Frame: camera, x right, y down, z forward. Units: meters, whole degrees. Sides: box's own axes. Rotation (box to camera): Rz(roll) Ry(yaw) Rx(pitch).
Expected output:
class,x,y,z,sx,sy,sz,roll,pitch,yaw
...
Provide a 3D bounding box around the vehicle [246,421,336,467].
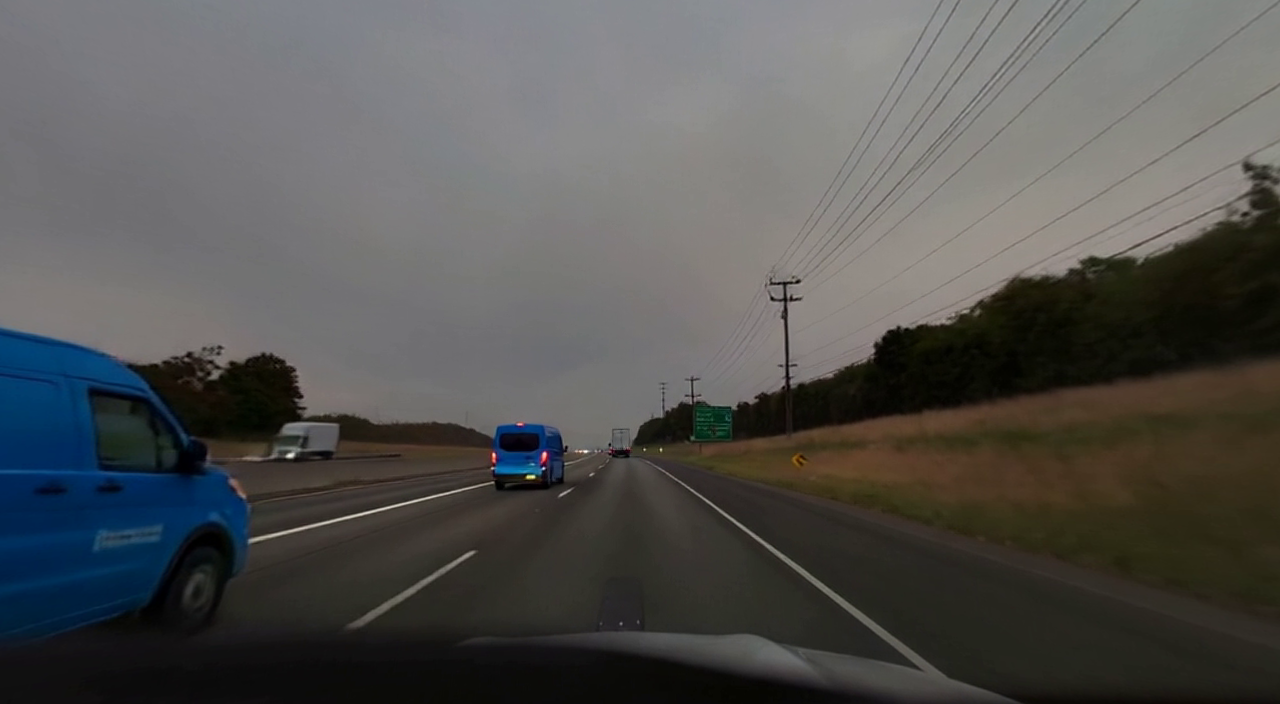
class,x,y,z,sx,sy,sz,roll,pitch,yaw
vehicle,-24.101,6.456,43.975,2.641,2.951,6.304,0,-9,-1

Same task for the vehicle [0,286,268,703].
class,x,y,z,sx,sy,sz,roll,pitch,yaw
vehicle,-3.903,0.634,2.191,2.145,2.010,4.980,0,-9,0

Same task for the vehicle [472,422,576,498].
class,x,y,z,sx,sy,sz,roll,pitch,yaw
vehicle,-3.370,3.293,19.552,2.197,2.011,5.130,0,-9,0
